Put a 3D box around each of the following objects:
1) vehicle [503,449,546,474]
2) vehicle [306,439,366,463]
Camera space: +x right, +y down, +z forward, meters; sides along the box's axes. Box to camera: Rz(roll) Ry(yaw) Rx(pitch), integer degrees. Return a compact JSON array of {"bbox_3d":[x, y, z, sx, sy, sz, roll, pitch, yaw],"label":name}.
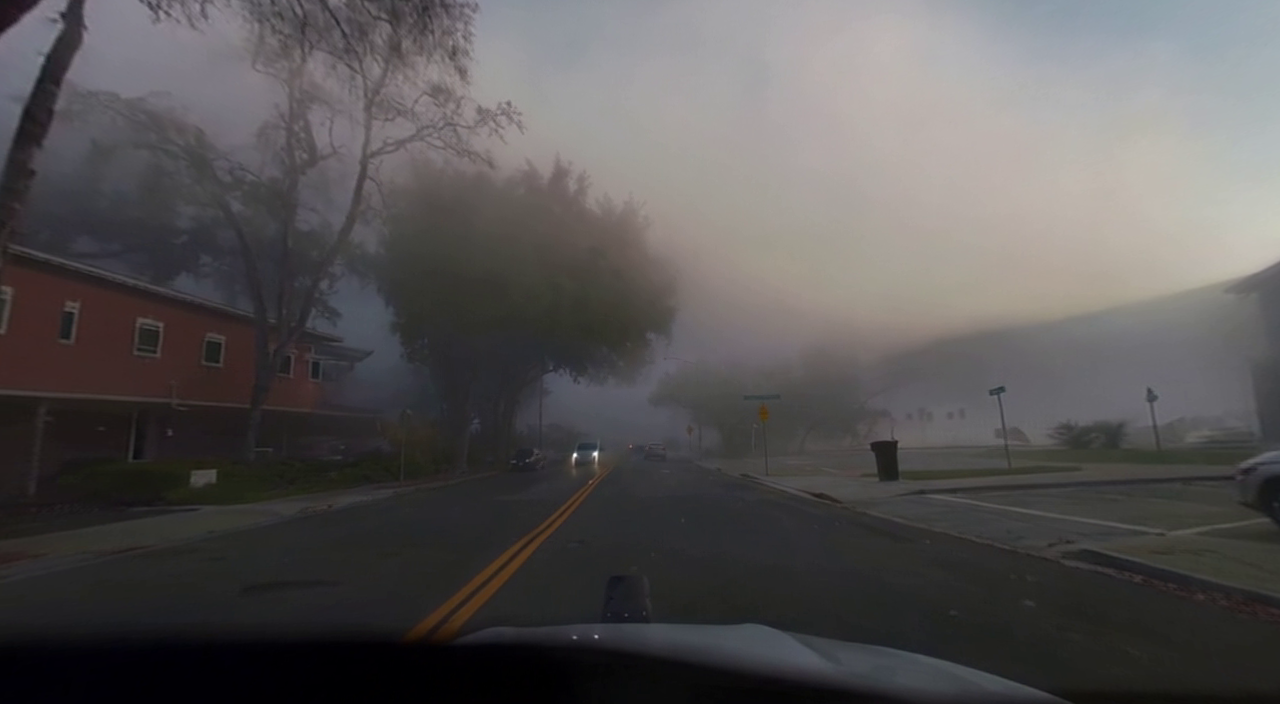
[{"bbox_3d":[-7.273,6.905,40.060,1.930,1.463,4.195,0,-9,0],"label":"vehicle"},{"bbox_3d":[-21.405,7.023,44.621,1.906,1.596,4.599,0,-9,1],"label":"vehicle"}]
